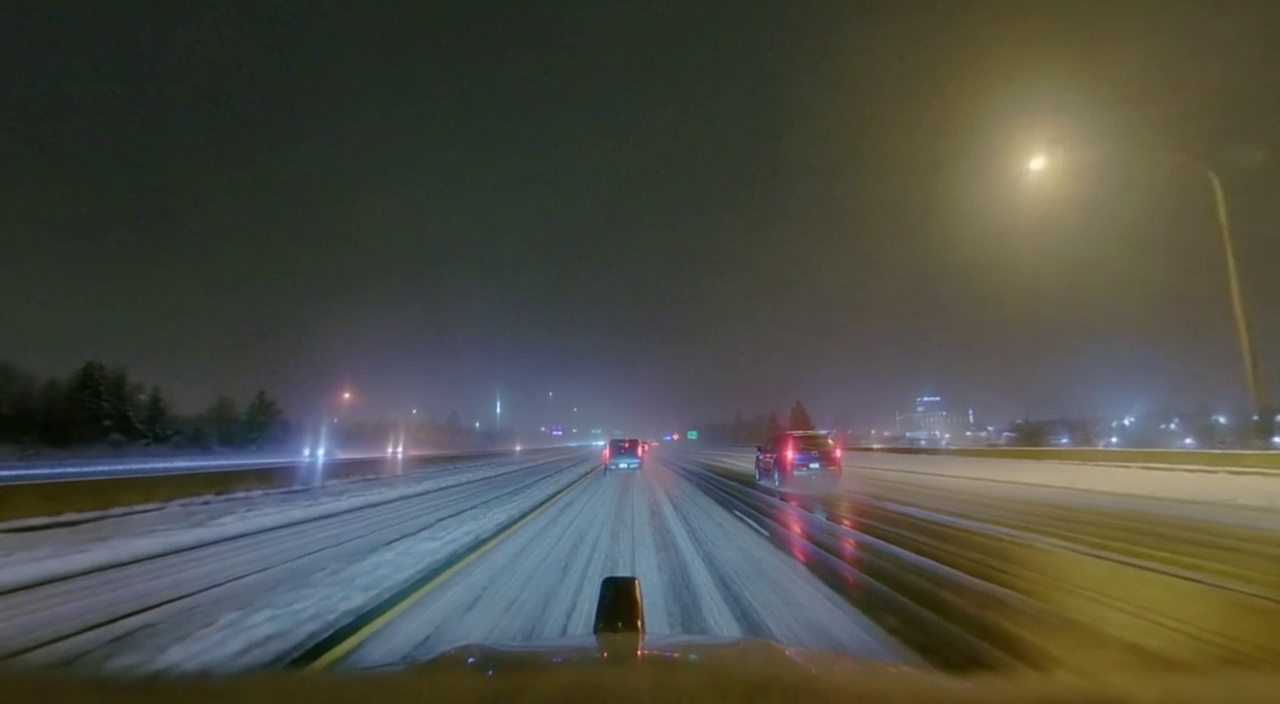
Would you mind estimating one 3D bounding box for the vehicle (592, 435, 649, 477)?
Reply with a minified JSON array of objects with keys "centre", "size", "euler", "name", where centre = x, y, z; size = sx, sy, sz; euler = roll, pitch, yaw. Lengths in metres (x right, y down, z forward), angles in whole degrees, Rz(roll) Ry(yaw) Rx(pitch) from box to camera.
[{"centre":[-0.738,4.233,25.826],"size":[2.147,1.576,3.964],"euler":[0,-8,0],"name":"vehicle"}]
